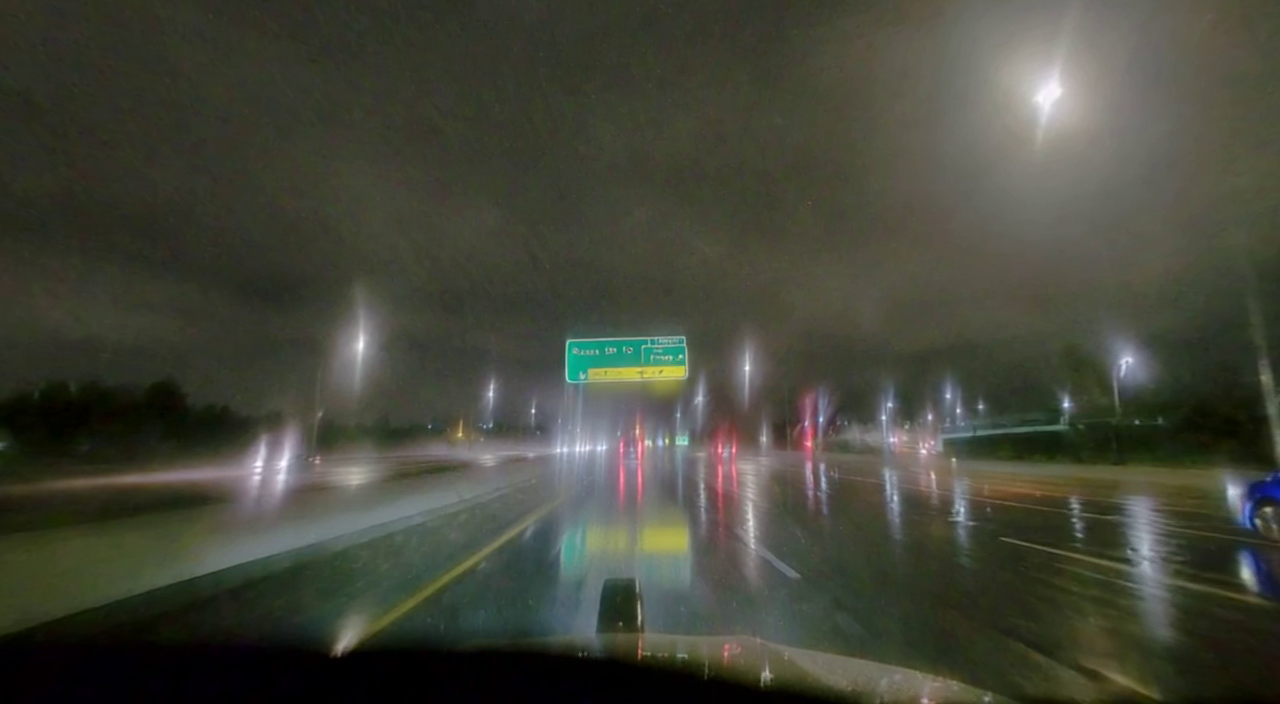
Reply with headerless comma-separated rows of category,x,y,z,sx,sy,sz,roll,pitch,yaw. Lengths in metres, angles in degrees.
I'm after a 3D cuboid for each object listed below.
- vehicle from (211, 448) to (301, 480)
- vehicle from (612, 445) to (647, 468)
vehicle,-21.176,6.176,35.152,2.001,1.573,4.861,0,-8,-1
vehicle,-0.593,6.235,37.895,2.004,1.259,3.781,1,-8,0
